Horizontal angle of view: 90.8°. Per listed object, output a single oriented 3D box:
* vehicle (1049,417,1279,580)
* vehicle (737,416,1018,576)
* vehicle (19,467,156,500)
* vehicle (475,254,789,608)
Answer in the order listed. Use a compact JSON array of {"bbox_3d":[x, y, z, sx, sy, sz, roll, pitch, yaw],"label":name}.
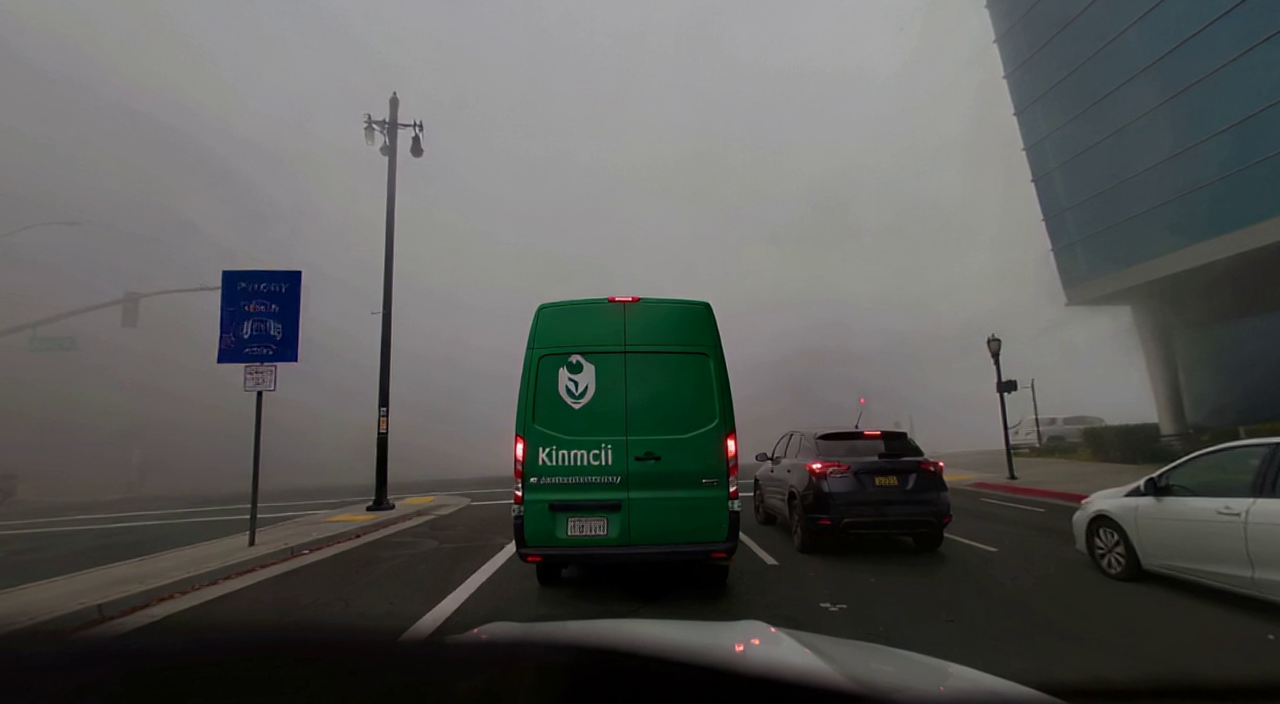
[{"bbox_3d":[7.533,1.582,7.004,1.963,1.669,4.678,3,-9,-20],"label":"vehicle"},{"bbox_3d":[2.883,1.862,9.041,2.183,1.676,4.506,0,-8,-1],"label":"vehicle"},{"bbox_3d":[-28.234,6.746,32.469,4.888,1.481,1.873,2,-9,-12],"label":"vehicle"},{"bbox_3d":[-0.032,1.168,9.106,2.613,3.035,7.342,0,-8,1],"label":"vehicle"}]
